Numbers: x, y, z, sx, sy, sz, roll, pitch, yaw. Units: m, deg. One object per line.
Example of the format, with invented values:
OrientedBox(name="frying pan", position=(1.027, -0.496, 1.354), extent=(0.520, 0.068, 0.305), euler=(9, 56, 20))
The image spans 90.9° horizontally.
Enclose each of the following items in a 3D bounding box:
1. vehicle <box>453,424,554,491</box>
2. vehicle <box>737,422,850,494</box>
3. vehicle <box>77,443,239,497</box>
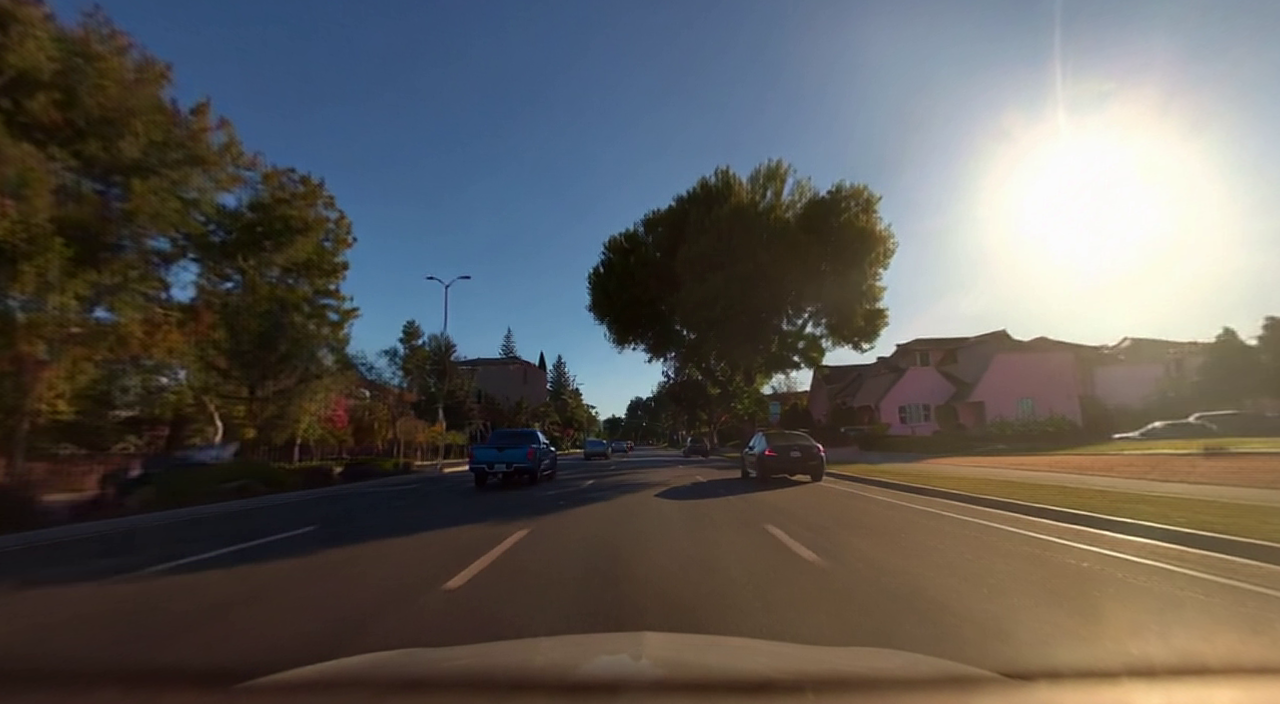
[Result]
OrientedBox(name="vehicle", position=(-3.931, 3.150, 19.090), extent=(2.002, 1.747, 4.728), euler=(0, -8, 0))
OrientedBox(name="vehicle", position=(4.117, 2.930, 17.742), extent=(2.016, 1.736, 4.356), euler=(0, -8, -1))
OrientedBox(name="vehicle", position=(-17.277, 4.197, 23.004), extent=(2.059, 1.743, 4.779), euler=(0, -8, 1))
